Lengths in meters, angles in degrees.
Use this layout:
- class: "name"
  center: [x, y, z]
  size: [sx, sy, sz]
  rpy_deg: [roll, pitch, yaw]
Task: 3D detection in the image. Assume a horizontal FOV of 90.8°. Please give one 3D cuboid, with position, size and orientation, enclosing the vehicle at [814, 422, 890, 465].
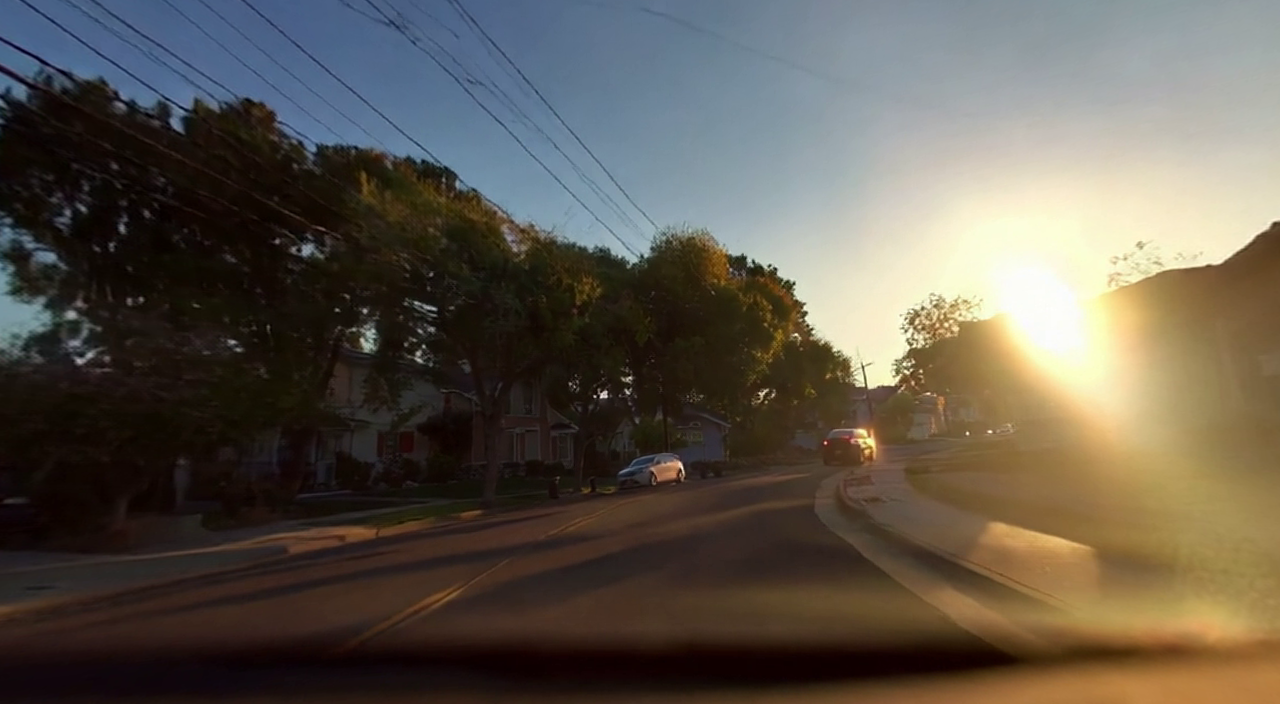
- class: "vehicle"
  center: [10.707, 4.590, 31.657]
  size: [2.086, 1.974, 4.890]
  rpy_deg: [-6, -11, 36]

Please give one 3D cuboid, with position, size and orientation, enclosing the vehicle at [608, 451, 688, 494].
- class: "vehicle"
  center: [0.508, 6.054, 32.139]
  size: [2.039, 1.949, 4.511]
  rpy_deg: [-5, -10, 31]
